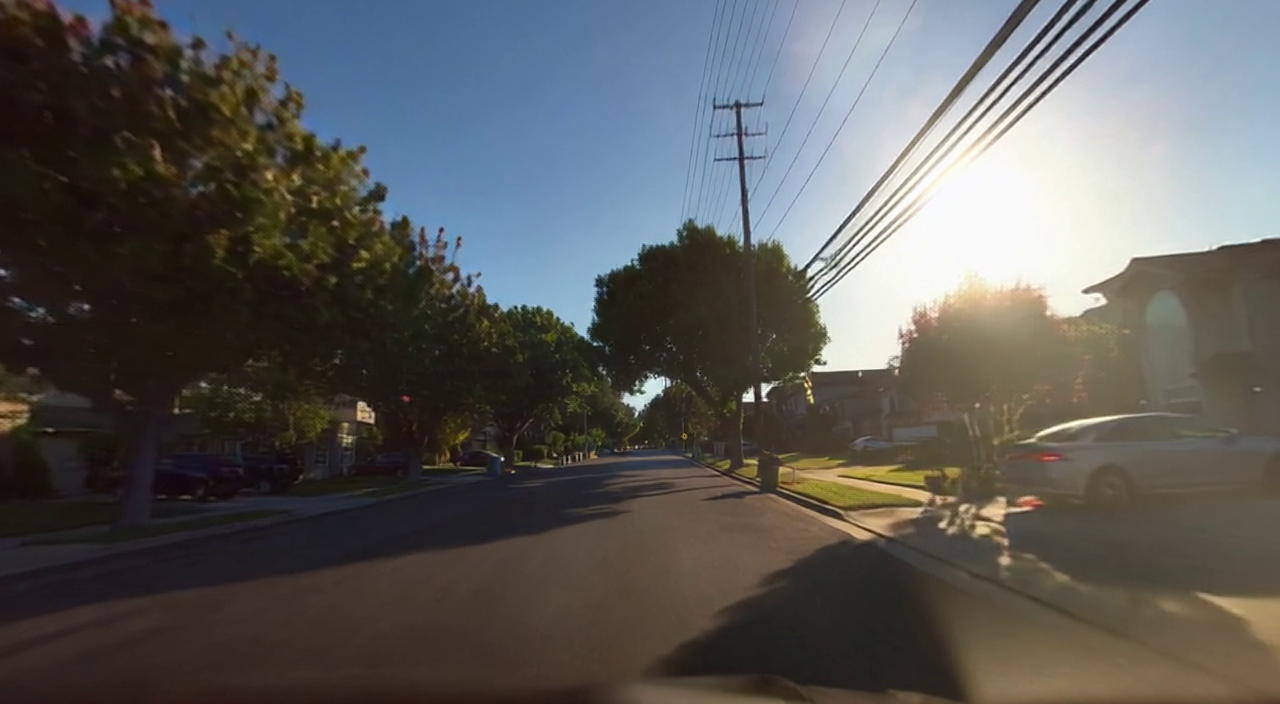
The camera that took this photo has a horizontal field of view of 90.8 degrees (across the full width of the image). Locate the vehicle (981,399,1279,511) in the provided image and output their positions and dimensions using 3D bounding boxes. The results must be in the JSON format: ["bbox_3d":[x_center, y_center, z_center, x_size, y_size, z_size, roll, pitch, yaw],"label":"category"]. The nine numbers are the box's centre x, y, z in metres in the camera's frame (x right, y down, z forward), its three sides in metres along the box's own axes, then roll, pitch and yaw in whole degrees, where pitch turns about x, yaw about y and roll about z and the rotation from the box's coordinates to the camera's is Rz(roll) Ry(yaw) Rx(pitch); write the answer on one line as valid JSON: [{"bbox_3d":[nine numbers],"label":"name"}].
[{"bbox_3d":[9.235,1.818,11.355,4.952,1.775,2.089,0,-8,-1],"label":"vehicle"}]

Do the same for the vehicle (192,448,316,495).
[{"bbox_3d":[-15.489,4.792,25.404,4.265,1.583,1.913,-6,-8,18],"label":"vehicle"}]

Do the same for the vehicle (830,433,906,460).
[{"bbox_3d":[14.570,6.046,40.547,4.078,1.516,1.798,-3,-8,2],"label":"vehicle"}]

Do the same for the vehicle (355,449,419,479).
[{"bbox_3d":[-15.184,6.698,38.158,1.816,1.614,4.866,0,-8,1],"label":"vehicle"}]

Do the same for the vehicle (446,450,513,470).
[{"bbox_3d":[-12.570,8.466,49.547,4.718,1.454,1.843,-1,-8,6],"label":"vehicle"}]

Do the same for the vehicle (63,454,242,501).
[{"bbox_3d":[-16.694,4.297,21.827,4.519,1.508,2.018,0,-8,2],"label":"vehicle"}]
